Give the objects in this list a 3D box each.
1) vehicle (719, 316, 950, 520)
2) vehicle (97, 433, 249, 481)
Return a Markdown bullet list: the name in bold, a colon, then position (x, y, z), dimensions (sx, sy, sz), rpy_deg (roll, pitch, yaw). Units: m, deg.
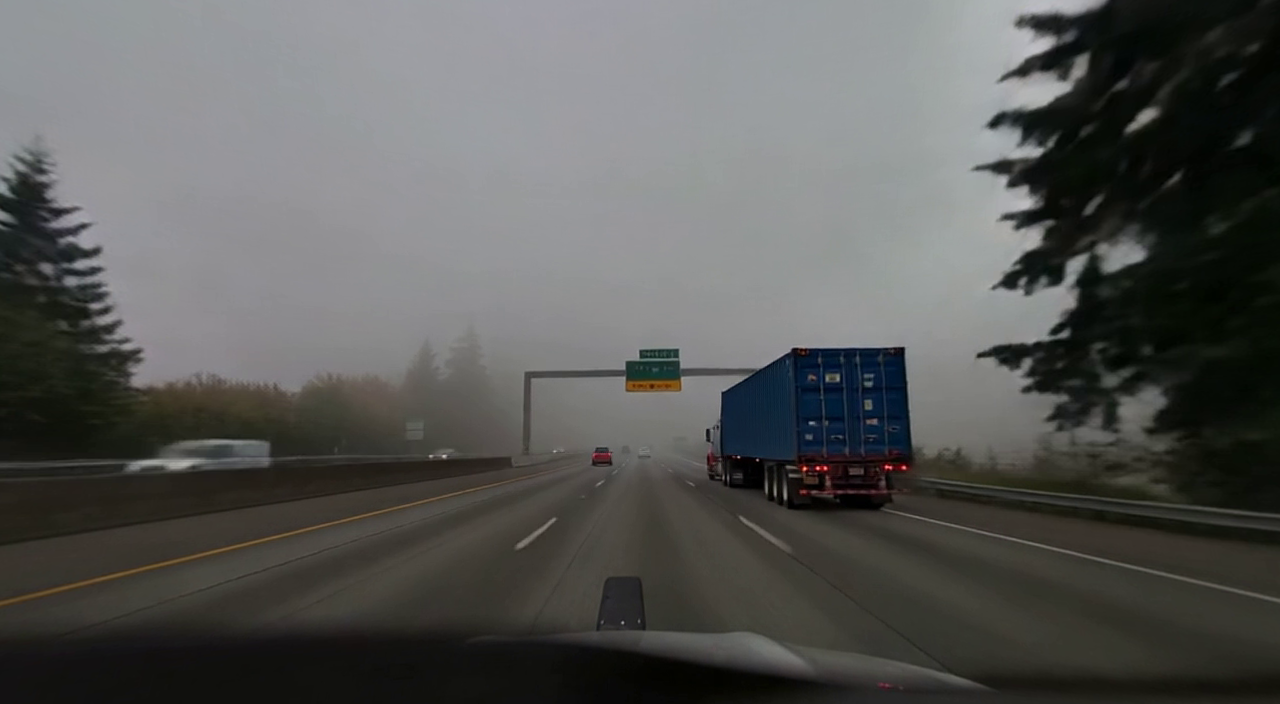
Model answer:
- **vehicle**: position (4.600, 2.253, 18.869), dimensions (2.821, 4.046, 12.876), rpy_deg (0, -9, 0)
- **vehicle**: position (-15.959, 3.630, 21.883), dimensions (2.043, 1.464, 4.183), rpy_deg (-1, -9, 0)
